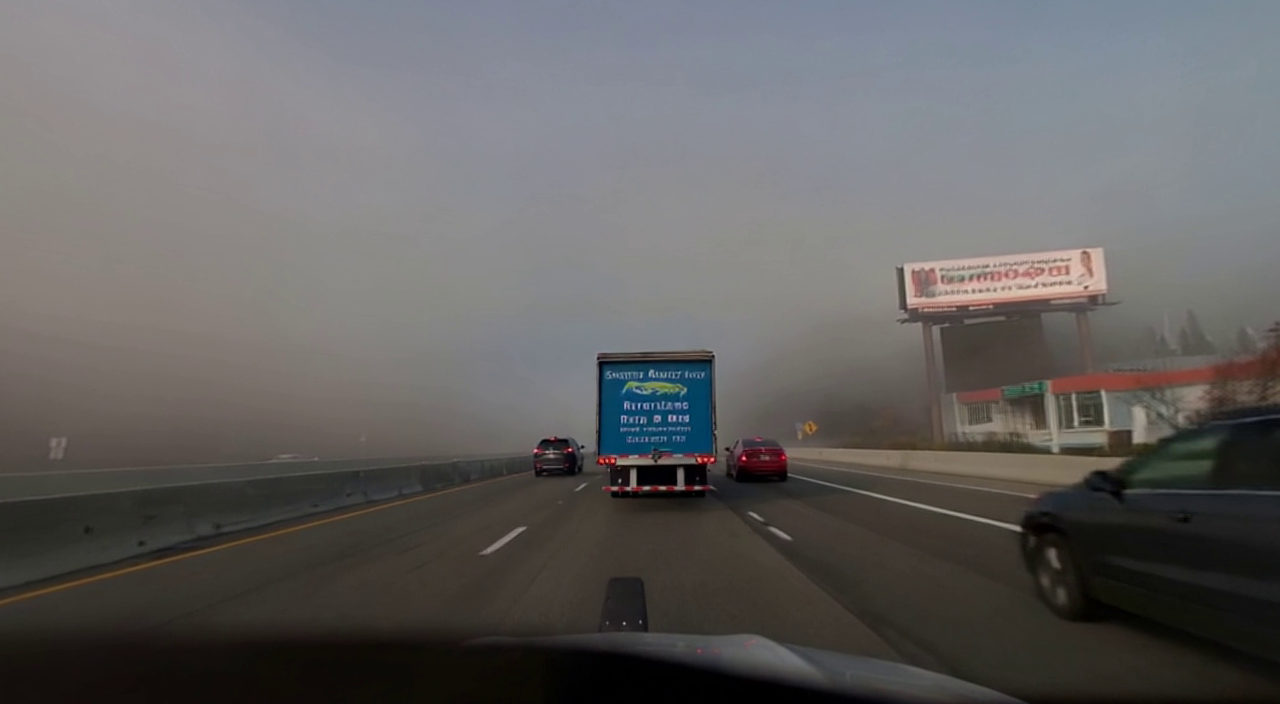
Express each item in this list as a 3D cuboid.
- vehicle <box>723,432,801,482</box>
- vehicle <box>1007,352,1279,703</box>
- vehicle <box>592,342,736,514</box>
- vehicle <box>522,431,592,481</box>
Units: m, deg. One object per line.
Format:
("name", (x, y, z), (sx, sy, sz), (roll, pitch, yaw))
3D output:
("vehicle", (4.440, 3.894, 23.709), (2.066, 1.692, 4.339), (0, -8, 0))
("vehicle", (3.944, 0.850, 2.826), (1.986, 1.718, 4.296), (0, -8, 0))
("vehicle", (0.542, 2.048, 16.470), (2.733, 3.296, 8.571), (0, -8, 1))
("vehicle", (-3.140, 4.054, 24.902), (2.030, 1.757, 4.509), (-1, -8, 2))
